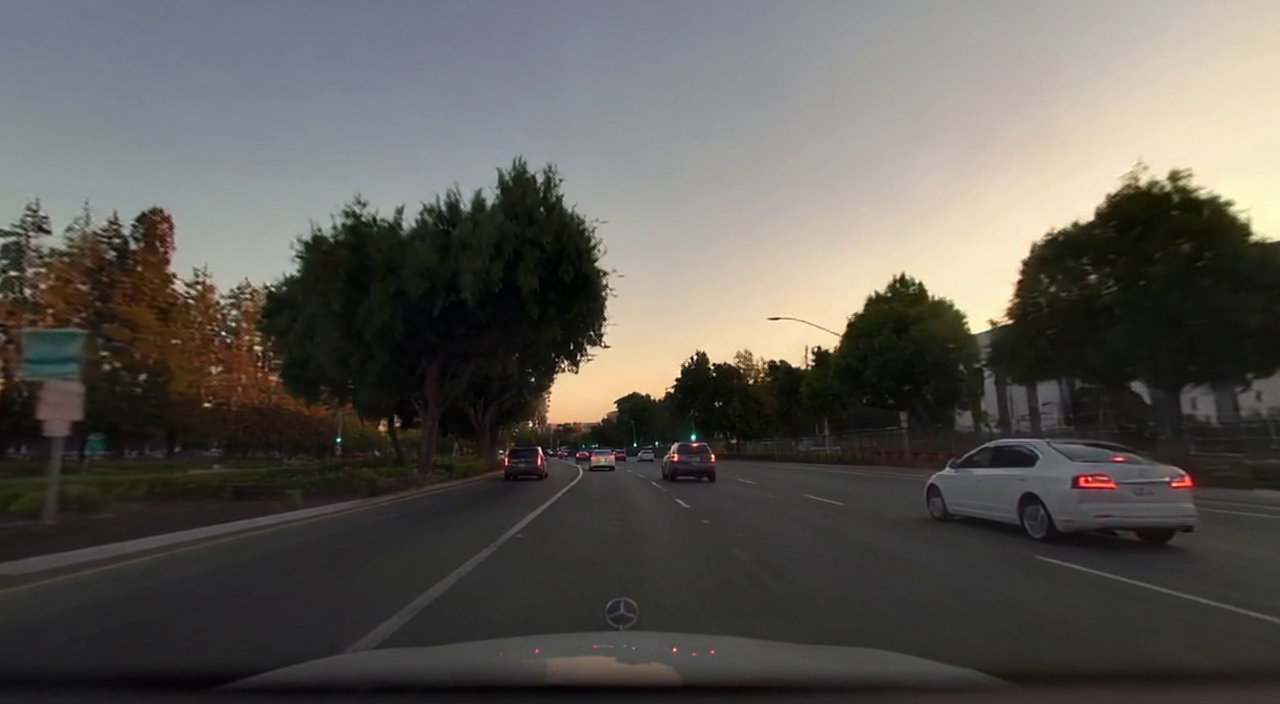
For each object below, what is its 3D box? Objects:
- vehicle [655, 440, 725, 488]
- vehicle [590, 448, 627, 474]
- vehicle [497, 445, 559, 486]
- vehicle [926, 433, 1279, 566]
[{"bbox_3d":[1.868,4.384,25.156,2.161,1.716,4.194,1,-8,-4],"label":"vehicle"},{"bbox_3d":[-1.999,6.689,38.933,2.155,1.486,4.403,1,-8,-5],"label":"vehicle"},{"bbox_3d":[-4.939,5.032,28.416,2.172,1.671,4.175,0,-8,-2],"label":"vehicle"},{"bbox_3d":[6.097,1.897,8.959,1.945,1.408,4.288,0,-8,-2],"label":"vehicle"}]
